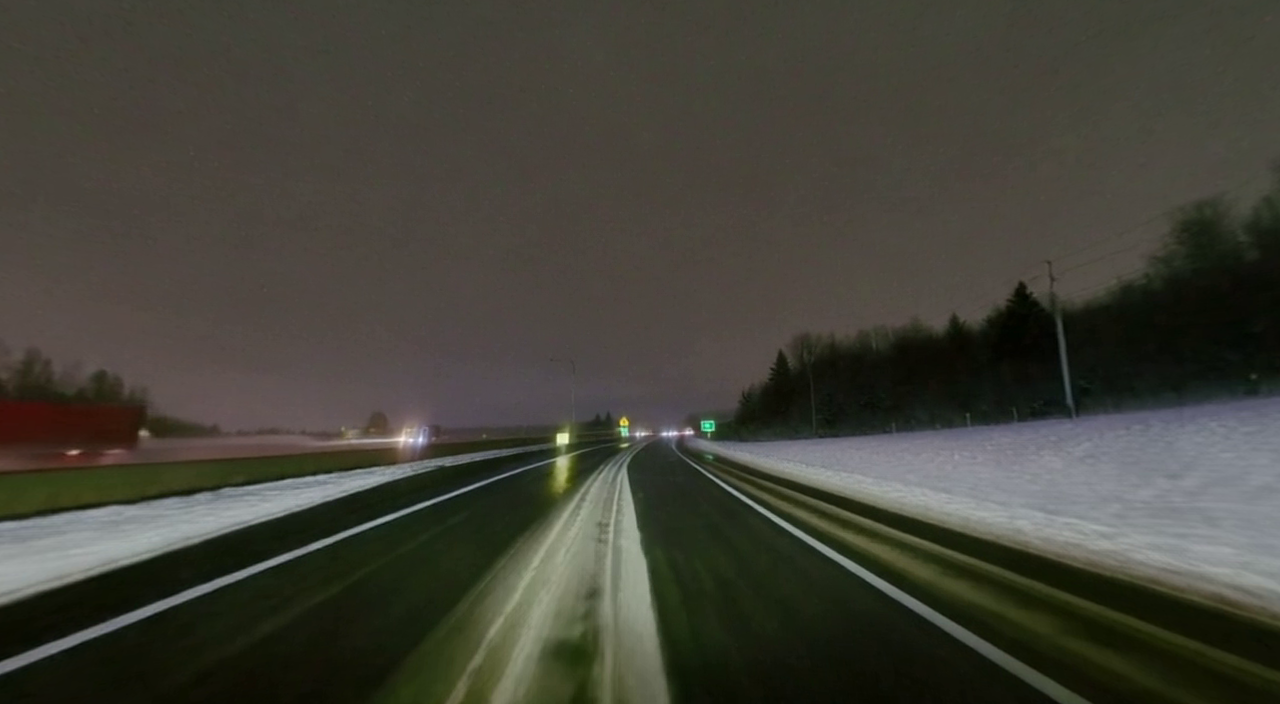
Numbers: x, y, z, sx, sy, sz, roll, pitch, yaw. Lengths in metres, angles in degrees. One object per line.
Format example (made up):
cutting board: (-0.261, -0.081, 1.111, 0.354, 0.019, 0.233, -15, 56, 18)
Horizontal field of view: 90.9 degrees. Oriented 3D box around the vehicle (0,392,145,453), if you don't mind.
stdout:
vehicle: (-35.969, 4.576, 40.092, 2.830, 3.469, 8.267, 1, -8, -6)
